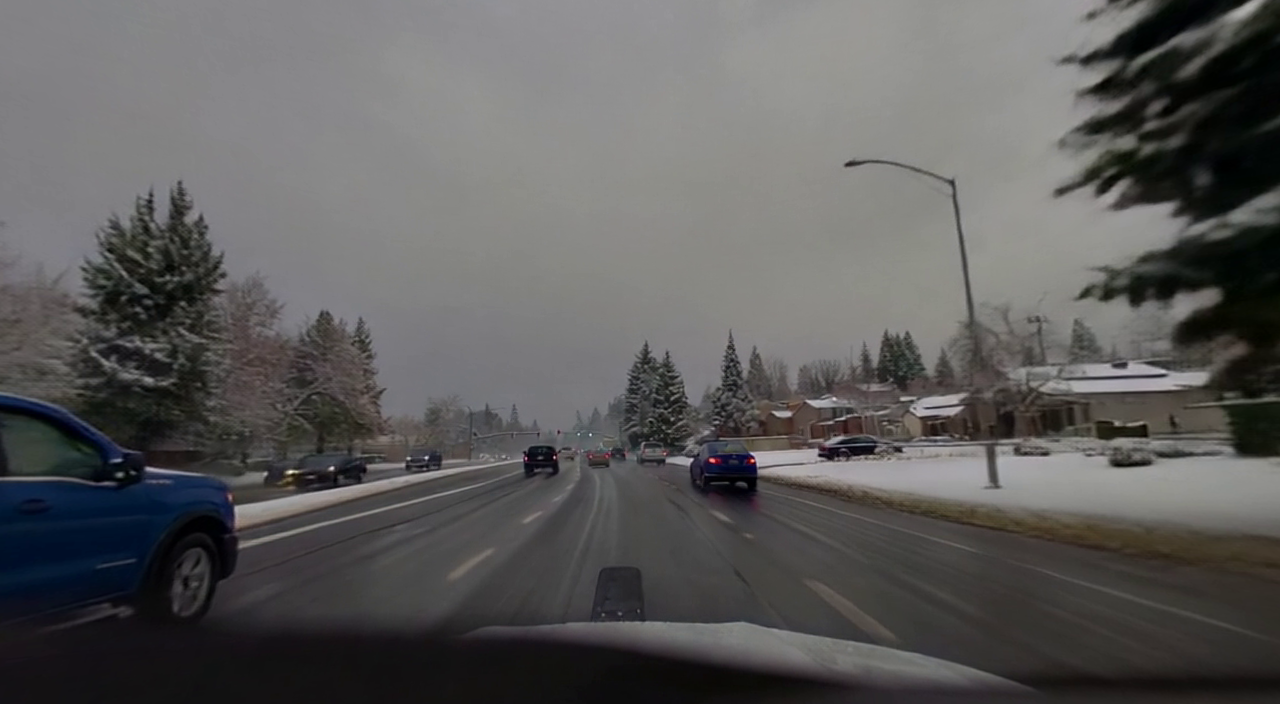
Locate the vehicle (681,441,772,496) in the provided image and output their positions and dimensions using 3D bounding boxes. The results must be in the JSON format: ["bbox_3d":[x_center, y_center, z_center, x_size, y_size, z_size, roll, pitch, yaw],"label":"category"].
[{"bbox_3d":[2.453,3.407,18.976,1.884,1.463,4.195,1,-8,-4],"label":"vehicle"}]

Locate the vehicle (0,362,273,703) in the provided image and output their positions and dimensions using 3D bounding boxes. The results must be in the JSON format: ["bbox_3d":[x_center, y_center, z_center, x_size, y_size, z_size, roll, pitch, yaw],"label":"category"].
[{"bbox_3d":[-4.048,0.853,2.462,2.111,1.745,5.274,0,-8,-1],"label":"vehicle"}]

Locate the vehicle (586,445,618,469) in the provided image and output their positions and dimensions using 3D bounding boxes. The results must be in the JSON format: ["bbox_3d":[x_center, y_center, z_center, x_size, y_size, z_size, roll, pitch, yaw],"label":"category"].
[{"bbox_3d":[-2.622,7.045,42.761,2.030,1.477,4.330,1,-8,-5],"label":"vehicle"}]

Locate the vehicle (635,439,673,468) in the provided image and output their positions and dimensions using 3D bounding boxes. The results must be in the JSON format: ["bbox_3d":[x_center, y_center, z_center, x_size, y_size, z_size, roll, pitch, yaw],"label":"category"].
[{"bbox_3d":[0.926,6.972,43.648,2.099,1.845,4.363,1,-8,-6],"label":"vehicle"}]

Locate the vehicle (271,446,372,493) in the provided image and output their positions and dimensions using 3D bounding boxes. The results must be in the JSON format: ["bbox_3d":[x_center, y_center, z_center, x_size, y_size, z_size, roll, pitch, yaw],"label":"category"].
[{"bbox_3d":[-12.812,4.714,25.747,2.017,1.691,4.351,1,-8,-3],"label":"vehicle"}]

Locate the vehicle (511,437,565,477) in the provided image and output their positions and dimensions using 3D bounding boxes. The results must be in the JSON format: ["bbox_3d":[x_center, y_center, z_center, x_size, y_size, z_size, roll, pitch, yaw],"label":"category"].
[{"bbox_3d":[-5.064,5.239,31.900,2.218,1.829,4.492,1,-8,-3],"label":"vehicle"}]

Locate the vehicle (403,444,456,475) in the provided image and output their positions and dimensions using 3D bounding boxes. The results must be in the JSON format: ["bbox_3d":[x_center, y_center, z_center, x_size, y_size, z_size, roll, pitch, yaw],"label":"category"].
[{"bbox_3d":[-14.275,7.259,43.146,2.206,1.939,4.859,1,-8,-4],"label":"vehicle"}]
